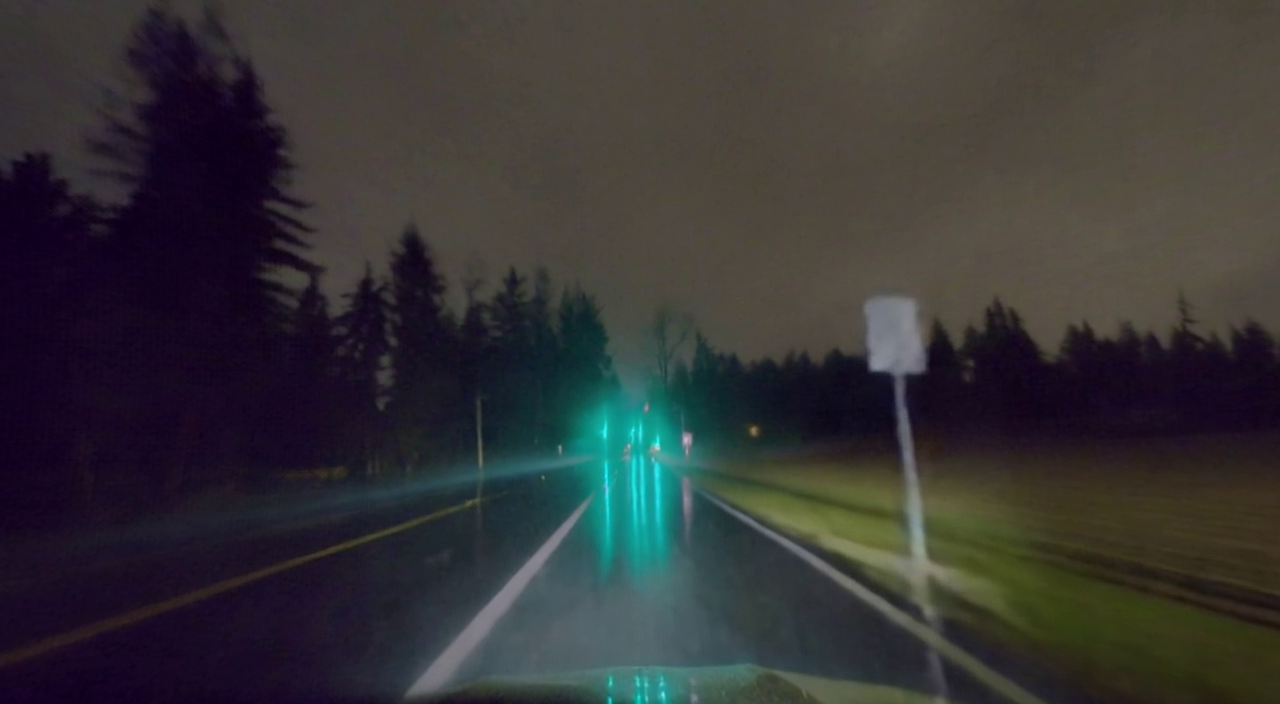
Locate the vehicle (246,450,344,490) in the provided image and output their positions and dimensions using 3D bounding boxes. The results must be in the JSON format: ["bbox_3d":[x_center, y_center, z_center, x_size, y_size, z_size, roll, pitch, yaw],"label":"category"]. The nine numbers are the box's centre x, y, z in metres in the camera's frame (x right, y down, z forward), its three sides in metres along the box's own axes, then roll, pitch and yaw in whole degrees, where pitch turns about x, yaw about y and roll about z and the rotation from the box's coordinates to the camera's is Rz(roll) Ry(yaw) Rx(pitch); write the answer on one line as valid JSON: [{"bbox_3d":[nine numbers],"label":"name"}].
[{"bbox_3d":[-20.569,7.016,37.782,4.655,1.832,2.227,-6,-8,2],"label":"vehicle"}]
